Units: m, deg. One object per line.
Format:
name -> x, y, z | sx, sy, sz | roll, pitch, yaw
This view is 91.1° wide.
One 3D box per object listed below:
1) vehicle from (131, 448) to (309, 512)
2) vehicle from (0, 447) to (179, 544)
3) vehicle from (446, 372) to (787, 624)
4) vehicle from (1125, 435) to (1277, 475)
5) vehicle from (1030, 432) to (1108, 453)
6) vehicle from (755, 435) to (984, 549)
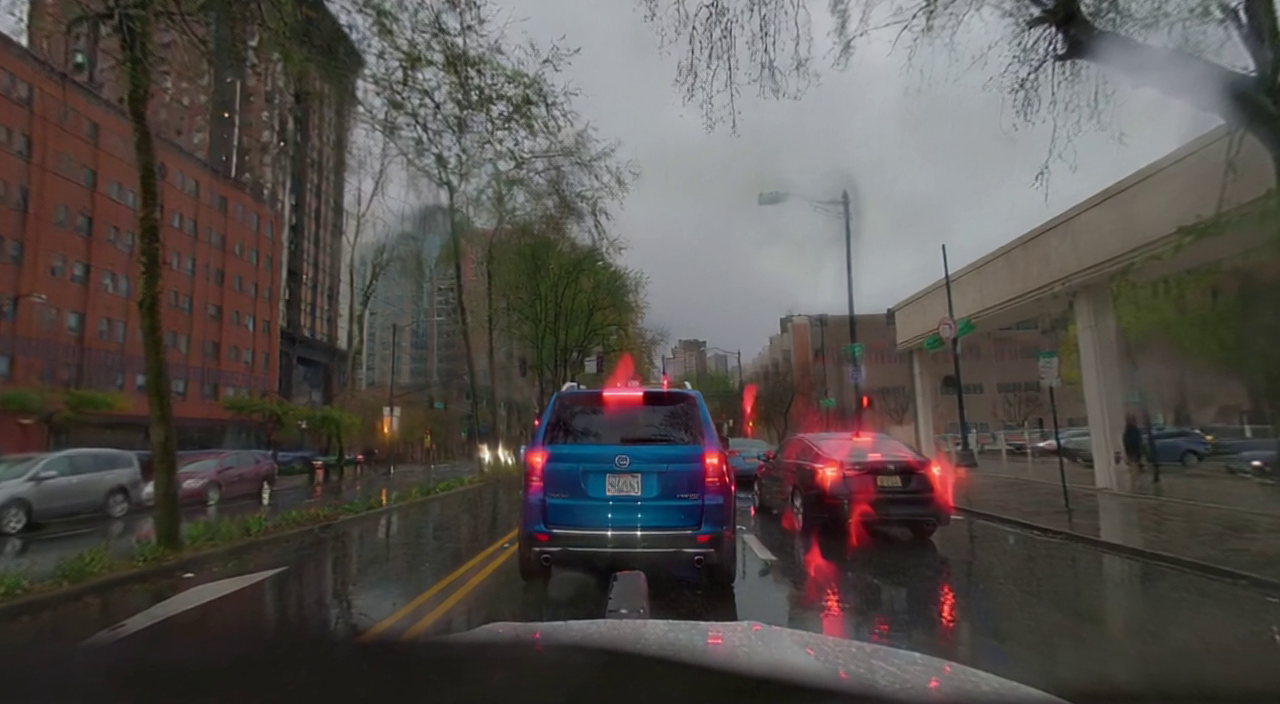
vehicle -> -12.460, 3.782, 19.135 | 2.207, 1.648, 4.675 | 0, -8, -1
vehicle -> -12.535, 2.915, 13.464 | 1.891, 1.723, 4.360 | 0, -8, 1
vehicle -> -0.160, 1.368, 6.767 | 2.453, 1.816, 4.300 | 0, -8, 0
vehicle -> 22.130, 4.055, 24.986 | 4.055, 1.469, 1.848 | -4, -9, 26
vehicle -> 33.505, 7.070, 49.047 | 5.224, 1.515, 2.164 | 3, -9, -18
vehicle -> 3.295, 2.083, 10.073 | 2.056, 1.422, 4.130 | 0, -8, -1
